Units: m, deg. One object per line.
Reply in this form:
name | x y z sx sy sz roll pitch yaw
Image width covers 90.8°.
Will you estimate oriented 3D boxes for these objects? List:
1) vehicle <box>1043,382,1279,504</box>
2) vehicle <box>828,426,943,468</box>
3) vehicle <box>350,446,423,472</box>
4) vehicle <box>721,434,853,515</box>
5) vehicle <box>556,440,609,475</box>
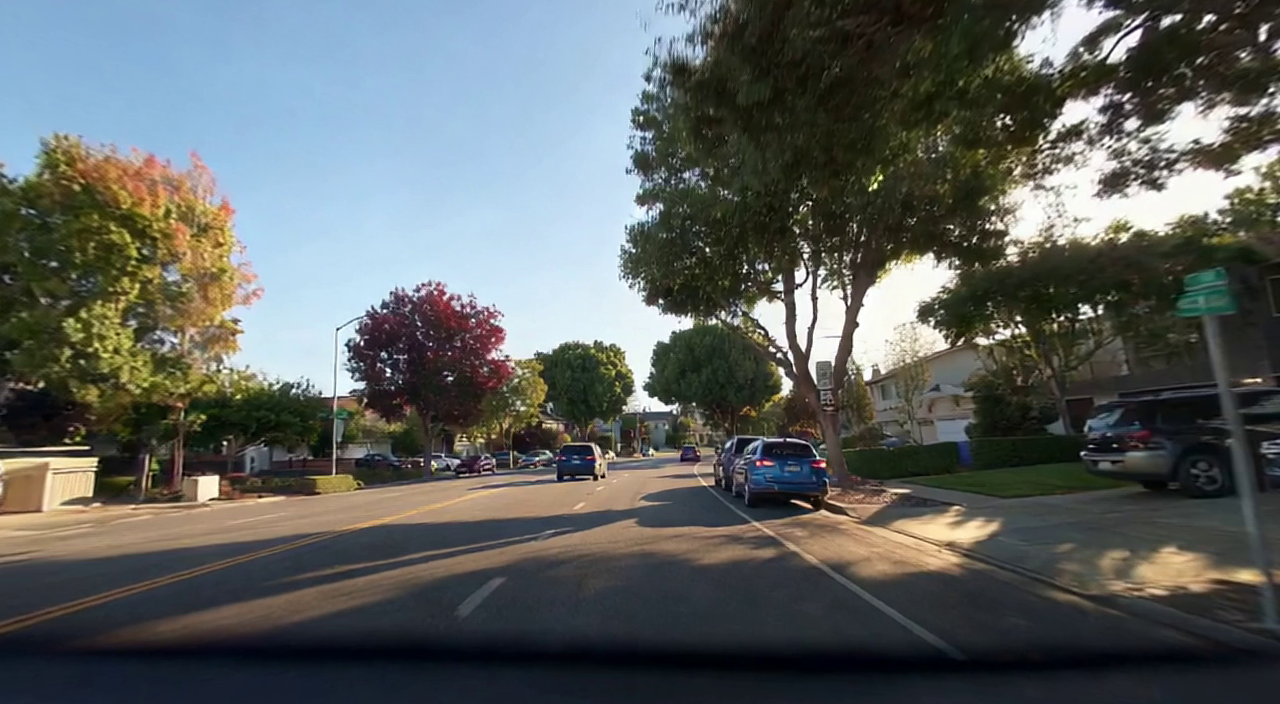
vehicle | 11.926 1.715 12.465 6.150 2.059 2.284 -3 -8 4
vehicle | 12.533 4.895 32.561 5.036 1.782 2.098 -5 -9 9
vehicle | -18.873 7.983 47.125 4.628 1.808 1.899 0 -12 8
vehicle | 3.480 2.996 16.143 2.147 1.725 4.927 0 -8 -1
vehicle | -3.007 5.637 33.944 2.135 1.731 4.232 -1 -8 5
